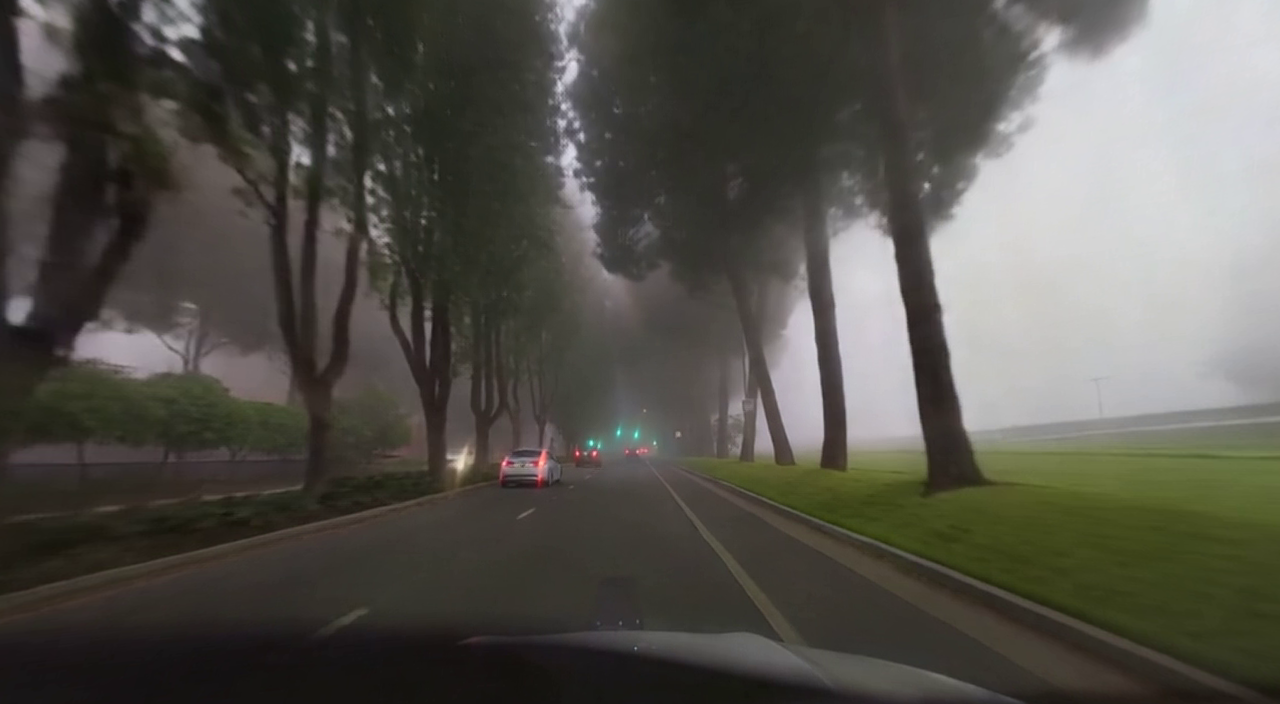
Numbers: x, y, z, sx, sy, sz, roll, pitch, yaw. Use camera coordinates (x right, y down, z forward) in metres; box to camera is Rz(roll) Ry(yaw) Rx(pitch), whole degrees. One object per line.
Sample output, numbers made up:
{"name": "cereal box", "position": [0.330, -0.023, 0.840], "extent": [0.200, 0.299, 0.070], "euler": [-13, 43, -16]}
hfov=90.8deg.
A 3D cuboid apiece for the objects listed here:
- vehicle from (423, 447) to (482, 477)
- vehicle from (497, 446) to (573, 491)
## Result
{"name": "vehicle", "position": [-11.882, 6.978, 40.446], "extent": [2.109, 1.729, 5.492], "euler": [0, -9, 0]}
{"name": "vehicle", "position": [-3.632, 4.078, 22.535], "extent": [1.932, 1.431, 4.144], "euler": [0, -9, 1]}
